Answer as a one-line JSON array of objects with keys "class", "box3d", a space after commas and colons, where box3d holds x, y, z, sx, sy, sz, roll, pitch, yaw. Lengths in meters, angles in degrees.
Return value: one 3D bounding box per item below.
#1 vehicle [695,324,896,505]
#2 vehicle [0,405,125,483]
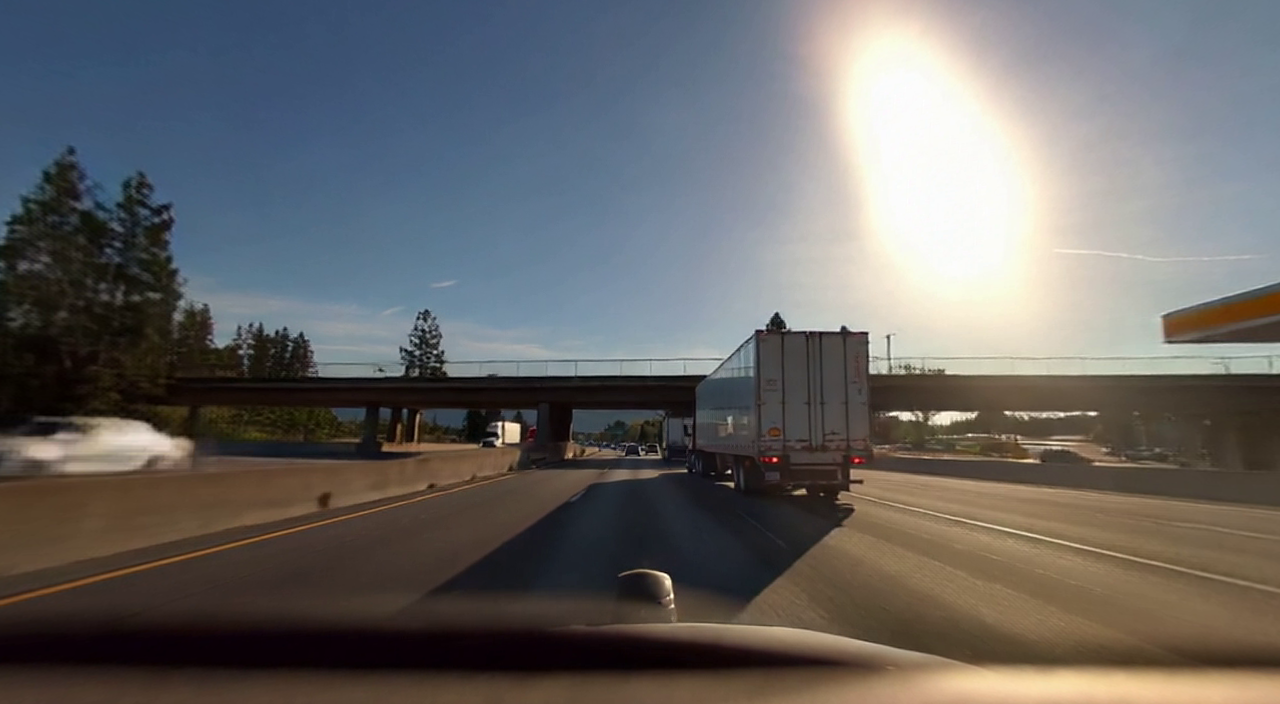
[{"class": "vehicle", "box3d": [3.994, 2.389, 20.879, 2.922, 3.987, 14.038, 0, -9, -1]}, {"class": "vehicle", "box3d": [-12.726, 1.845, 12.627, 1.719, 1.433, 3.631, 0, -9, -1]}]
